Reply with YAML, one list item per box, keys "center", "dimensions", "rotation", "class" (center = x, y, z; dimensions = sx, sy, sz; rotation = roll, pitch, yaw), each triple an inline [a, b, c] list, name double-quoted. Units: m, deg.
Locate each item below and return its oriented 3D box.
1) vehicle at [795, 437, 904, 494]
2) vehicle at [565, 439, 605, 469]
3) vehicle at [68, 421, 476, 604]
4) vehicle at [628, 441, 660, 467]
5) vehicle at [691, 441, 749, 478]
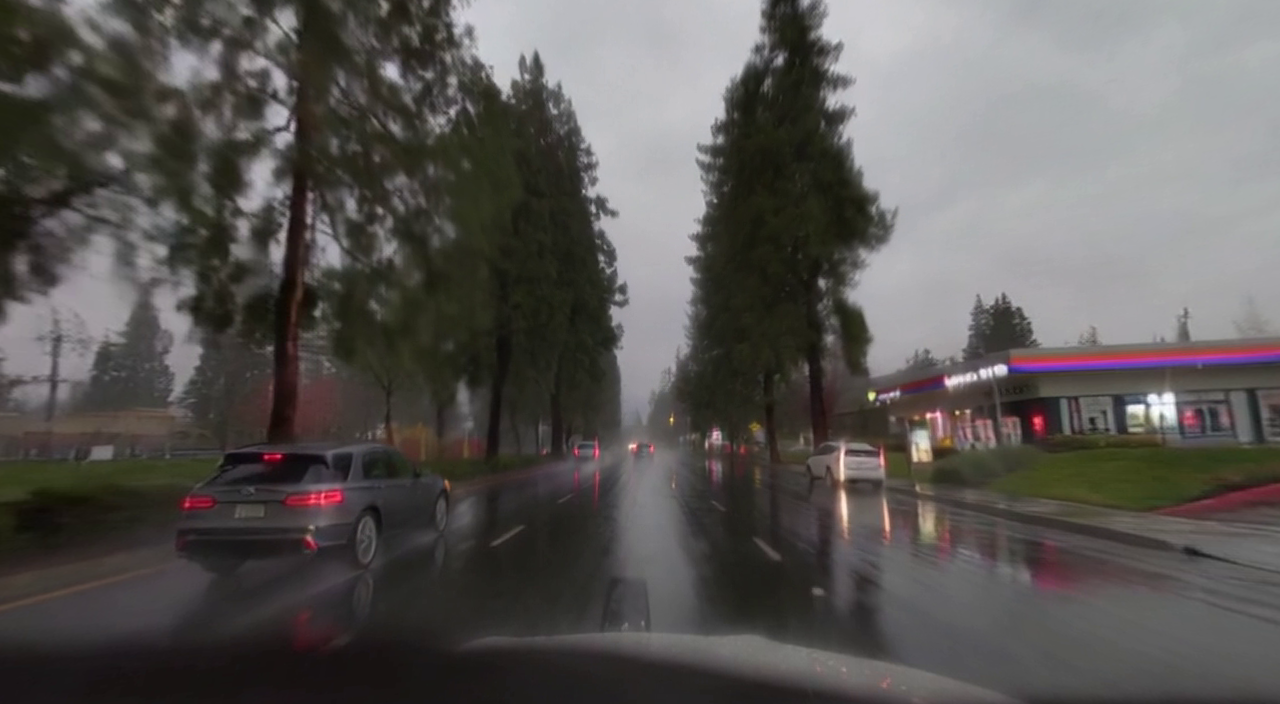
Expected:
- center: [6.460, 3.522, 20.006]
  dimensions: [1.983, 1.599, 4.243]
  rotation: [0, -8, 0]
  class: "vehicle"
- center: [-3.361, 6.339, 39.381]
  dimensions: [2.051, 1.747, 4.370]
  rotation: [0, -8, 1]
  class: "vehicle"
- center: [-3.816, 1.745, 7.997]
  dimensions: [1.988, 1.530, 5.155]
  rotation: [0, -8, 1]
  class: "vehicle"
- center: [0.260, 6.518, 40.386]
  dimensions: [1.922, 1.579, 3.642]
  rotation: [0, -8, 0]
  class: "vehicle"
- center: [3.496, 4.767, 28.258]
  dimensions: [2.010, 1.486, 4.498]
  rotation: [0, -8, 0]
  class: "vehicle"
